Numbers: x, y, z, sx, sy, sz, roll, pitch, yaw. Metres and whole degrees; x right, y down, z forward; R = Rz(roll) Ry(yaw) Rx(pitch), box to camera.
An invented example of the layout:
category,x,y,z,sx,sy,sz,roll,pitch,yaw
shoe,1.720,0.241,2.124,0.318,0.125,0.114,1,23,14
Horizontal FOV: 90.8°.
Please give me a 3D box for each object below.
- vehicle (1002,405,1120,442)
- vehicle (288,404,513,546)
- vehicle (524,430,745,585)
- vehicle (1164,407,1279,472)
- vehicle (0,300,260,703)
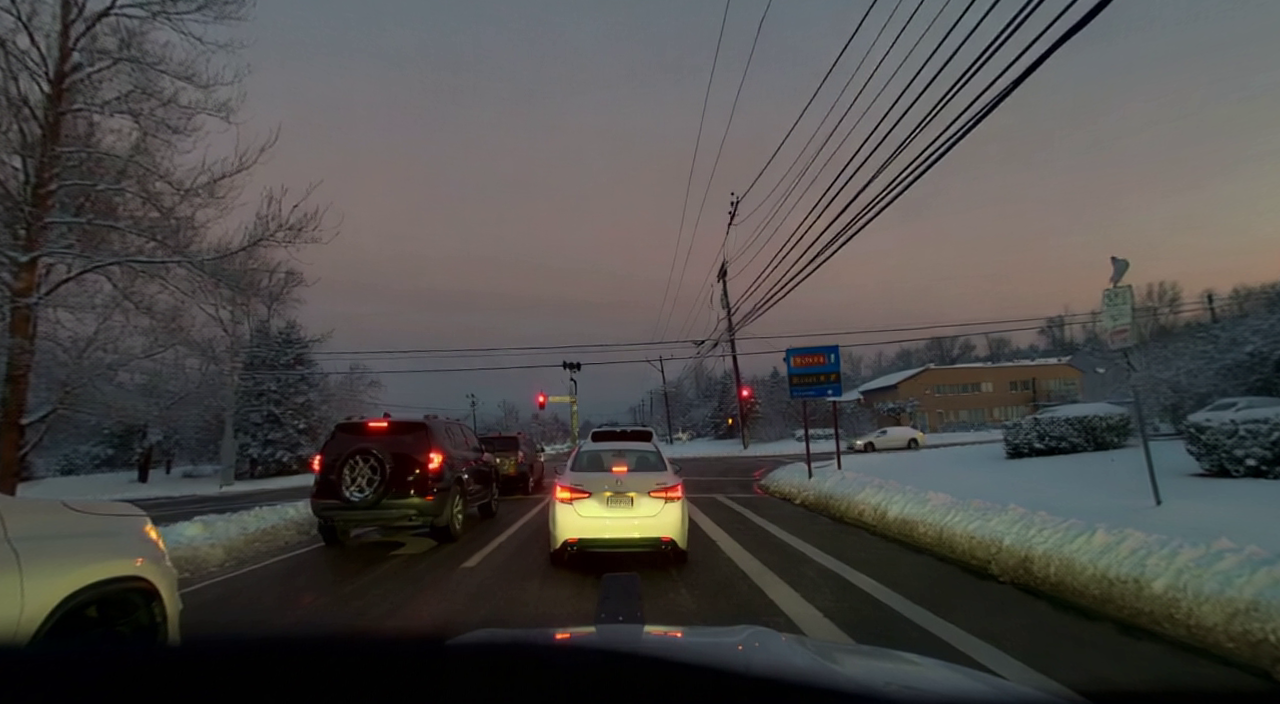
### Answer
category,x,y,z,sx,sy,sz,roll,pitch,yaw
vehicle,26.852,4.634,40.509,5.782,2.286,2.223,-1,-9,4
vehicle,-3.848,2.086,11.372,2.147,1.963,4.927,0,-8,-1
vehicle,-0.099,1.801,8.143,2.121,1.474,3.968,0,-8,-1
vehicle,17.014,2.548,18.279,1.858,1.622,4.491,-5,-10,28
vehicle,-3.587,0.636,1.530,2.085,1.943,5.053,0,-8,1
